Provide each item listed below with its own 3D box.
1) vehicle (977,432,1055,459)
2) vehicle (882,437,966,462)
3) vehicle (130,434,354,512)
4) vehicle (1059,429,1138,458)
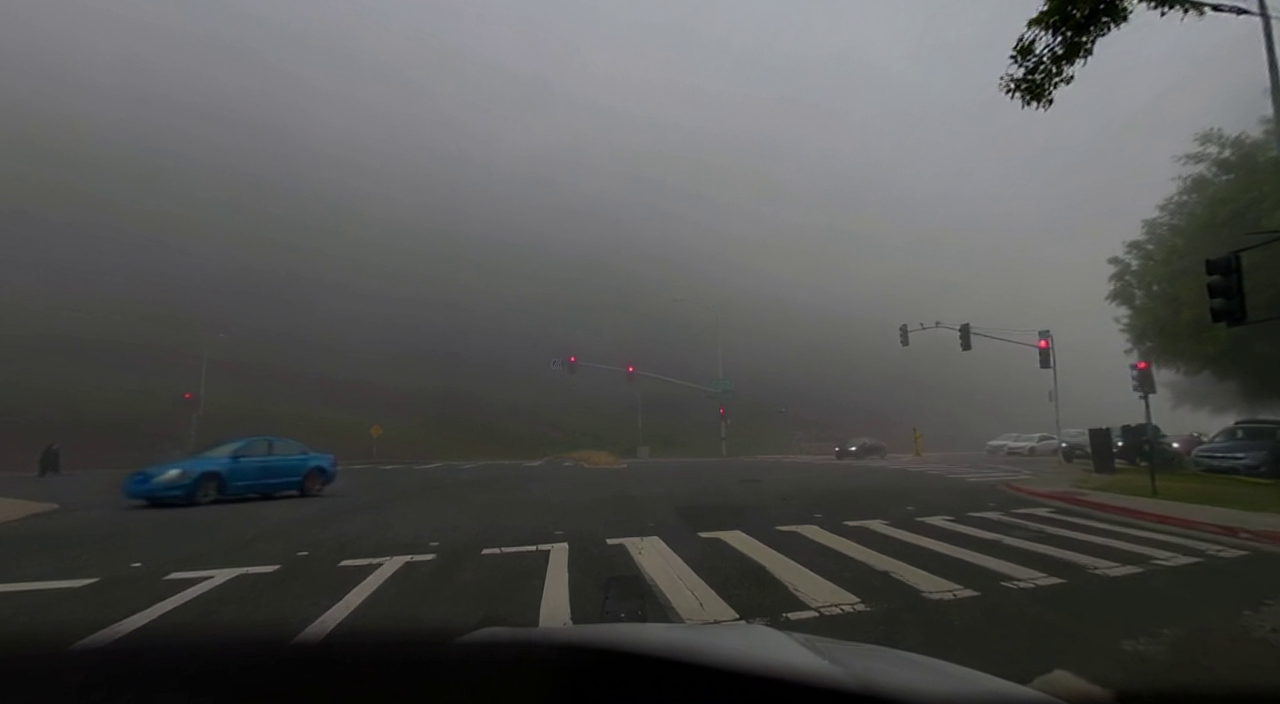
[{"bbox_3d":[26.963,6.727,45.261,5.032,1.828,2.183,4,-9,-24],"label":"vehicle"},{"bbox_3d":[18.698,6.423,41.623,5.234,1.549,1.982,4,-9,-24],"label":"vehicle"},{"bbox_3d":[-8.943,2.700,14.562,1.740,1.500,3.896,-5,-10,29],"label":"vehicle"},{"bbox_3d":[36.105,7.205,49.731,6.148,2.119,2.473,4,-10,-28],"label":"vehicle"}]
